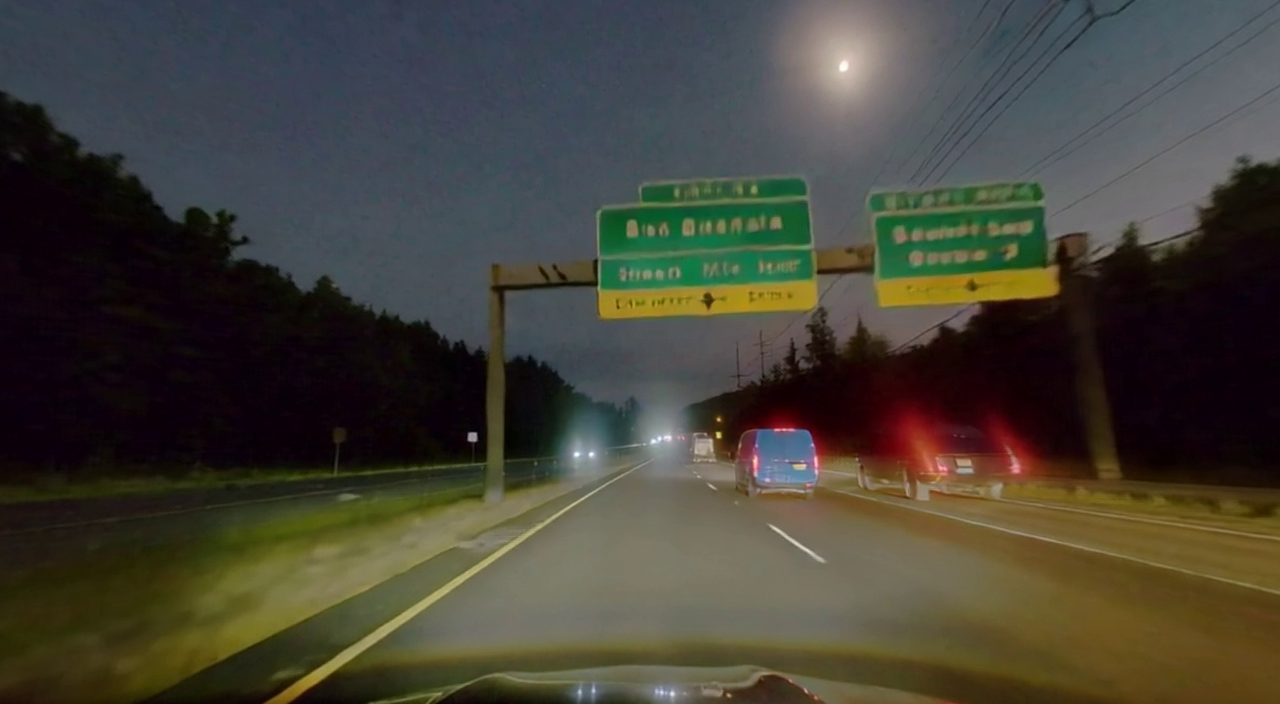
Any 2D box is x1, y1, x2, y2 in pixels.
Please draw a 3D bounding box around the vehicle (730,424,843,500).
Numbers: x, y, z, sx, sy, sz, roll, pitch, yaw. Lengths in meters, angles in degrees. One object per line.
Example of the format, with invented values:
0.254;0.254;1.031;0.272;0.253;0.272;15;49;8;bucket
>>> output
4.214;3.298;19.170;2.261;1.969;5.104;0;-9;1;vehicle
